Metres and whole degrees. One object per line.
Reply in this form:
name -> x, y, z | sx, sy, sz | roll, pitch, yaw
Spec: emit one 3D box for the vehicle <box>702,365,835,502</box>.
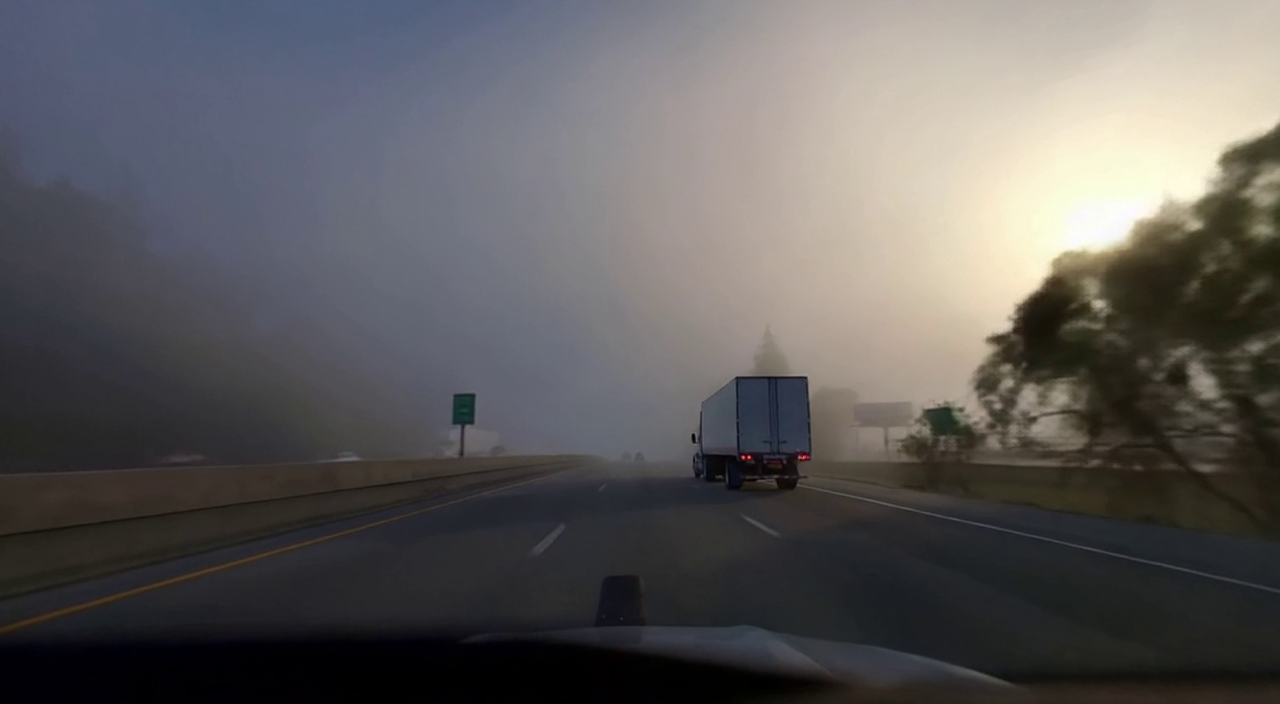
vehicle -> 4.639, 3.477, 26.122 | 3.058, 4.312, 12.251 | 0, -9, 1
